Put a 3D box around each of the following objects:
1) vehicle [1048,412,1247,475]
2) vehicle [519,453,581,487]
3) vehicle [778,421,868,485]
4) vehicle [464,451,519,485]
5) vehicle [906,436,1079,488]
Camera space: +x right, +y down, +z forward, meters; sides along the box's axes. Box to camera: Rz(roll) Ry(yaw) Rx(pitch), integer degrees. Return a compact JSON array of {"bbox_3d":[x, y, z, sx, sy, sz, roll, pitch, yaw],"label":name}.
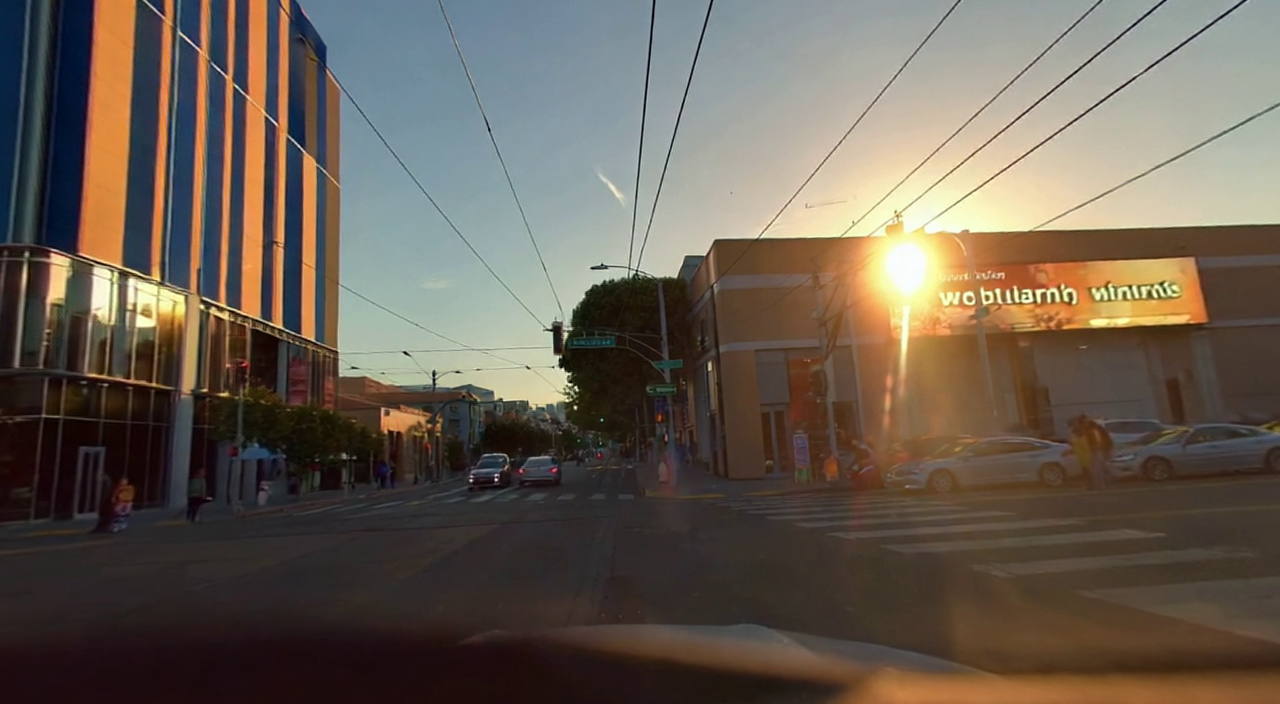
[{"bbox_3d":[16.727,3.046,21.023,4.944,1.946,1.952,0,-8,-3],"label":"vehicle"},{"bbox_3d":[-4.416,5.841,31.670,1.797,1.490,4.549,-1,-9,9],"label":"vehicle"},{"bbox_3d":[7.536,4.154,26.566,2.316,2.425,4.466,1,-7,-2],"label":"vehicle"},{"bbox_3d":[-8.409,6.590,36.200,2.121,1.792,4.510,0,-8,-1],"label":"vehicle"},{"bbox_3d":[11.361,3.542,20.512,4.697,1.510,1.596,0,-9,-5],"label":"vehicle"}]
